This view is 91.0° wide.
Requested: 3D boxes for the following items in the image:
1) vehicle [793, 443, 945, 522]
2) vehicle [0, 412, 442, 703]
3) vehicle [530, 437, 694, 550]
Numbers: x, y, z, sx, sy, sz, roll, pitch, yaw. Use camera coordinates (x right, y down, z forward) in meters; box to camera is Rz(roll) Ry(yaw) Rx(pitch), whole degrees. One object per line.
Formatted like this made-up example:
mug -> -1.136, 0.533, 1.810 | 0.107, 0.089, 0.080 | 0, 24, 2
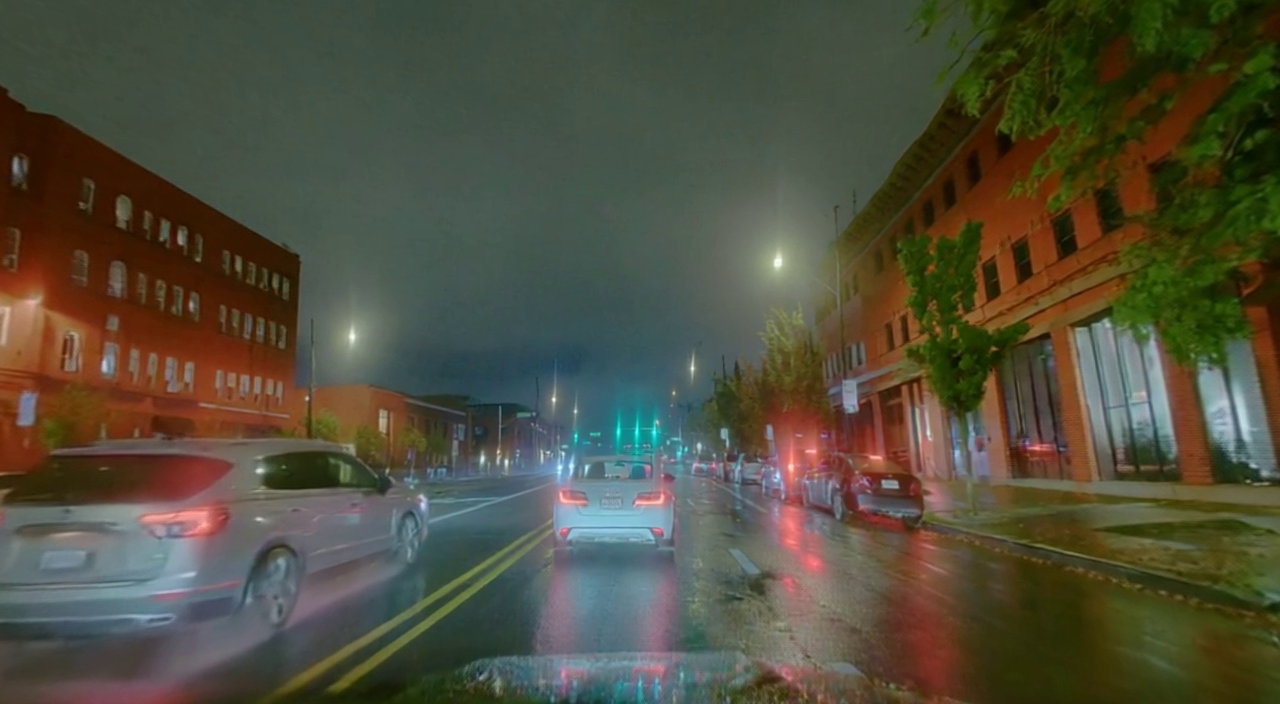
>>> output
vehicle -> 4.912, 2.823, 14.217 | 1.832, 1.491, 4.054 | 1, -9, -1
vehicle -> -3.508, 1.439, 5.593 | 1.934, 1.548, 4.635 | 0, -9, 1
vehicle -> -0.383, 2.241, 10.679 | 2.230, 1.518, 4.113 | 0, -9, 0
